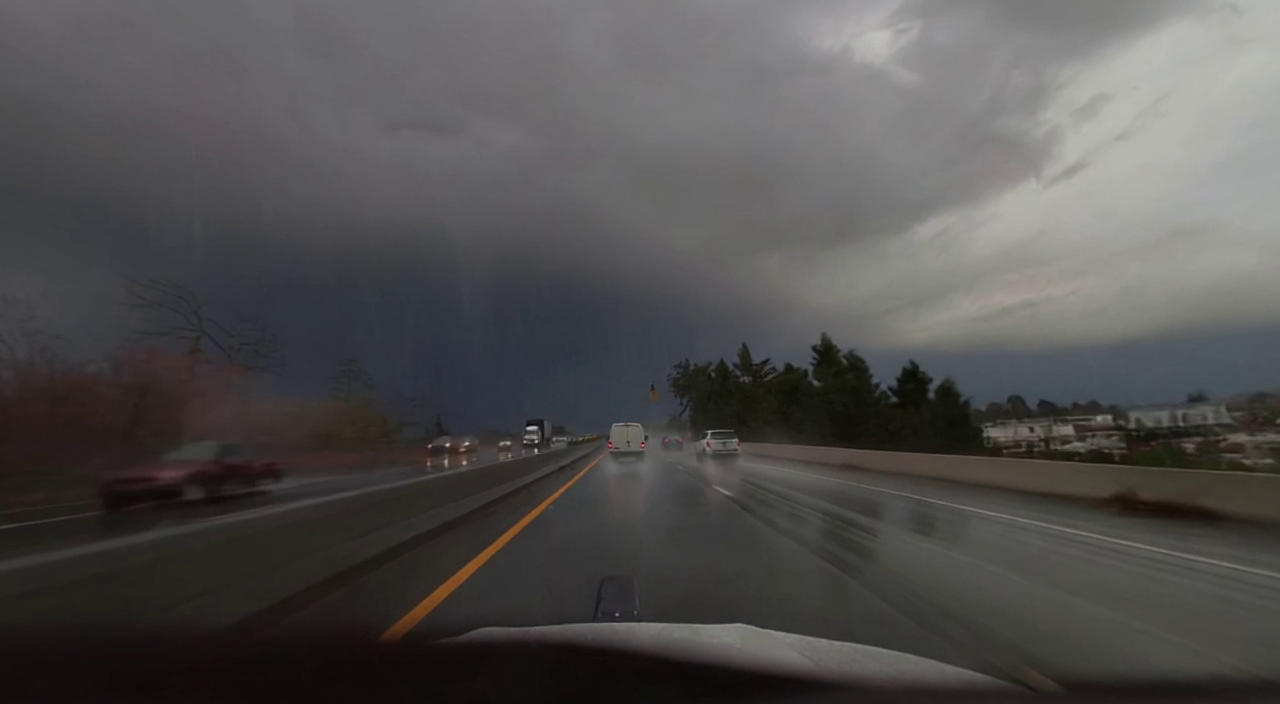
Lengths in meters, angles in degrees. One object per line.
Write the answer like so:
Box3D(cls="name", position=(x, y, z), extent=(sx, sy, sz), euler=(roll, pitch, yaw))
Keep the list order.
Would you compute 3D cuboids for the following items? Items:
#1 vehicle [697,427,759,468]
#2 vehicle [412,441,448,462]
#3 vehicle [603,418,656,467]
Box3D(cls="vehicle", position=(3.669, 4.042, 26.959), extent=(1.981, 1.606, 3.956), euler=(0, -8, -2))
Box3D(cls="vehicle", position=(-16.064, 7.576, 48.341), extent=(1.764, 1.465, 3.584), euler=(-2, -8, -3))
Box3D(cls="vehicle", position=(-0.508, 4.184, 29.186), extent=(2.270, 2.044, 4.633), euler=(0, -8, -1))
